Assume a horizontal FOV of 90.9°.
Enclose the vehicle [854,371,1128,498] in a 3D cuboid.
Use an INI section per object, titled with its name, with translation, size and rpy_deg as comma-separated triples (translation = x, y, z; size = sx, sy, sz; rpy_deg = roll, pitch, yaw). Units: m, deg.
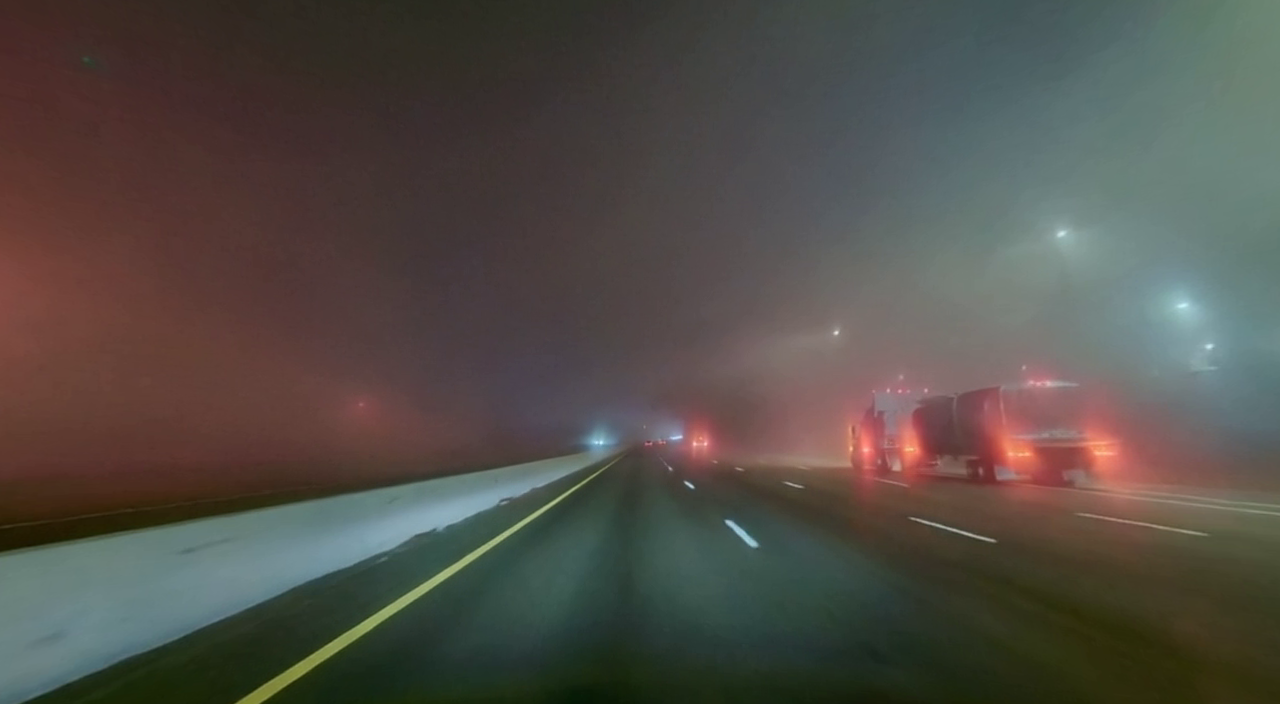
[vehicle]
translation = 10.773, 2.879, 21.550
size = 2.960, 3.207, 10.950
rpy_deg = 0, -8, -1
